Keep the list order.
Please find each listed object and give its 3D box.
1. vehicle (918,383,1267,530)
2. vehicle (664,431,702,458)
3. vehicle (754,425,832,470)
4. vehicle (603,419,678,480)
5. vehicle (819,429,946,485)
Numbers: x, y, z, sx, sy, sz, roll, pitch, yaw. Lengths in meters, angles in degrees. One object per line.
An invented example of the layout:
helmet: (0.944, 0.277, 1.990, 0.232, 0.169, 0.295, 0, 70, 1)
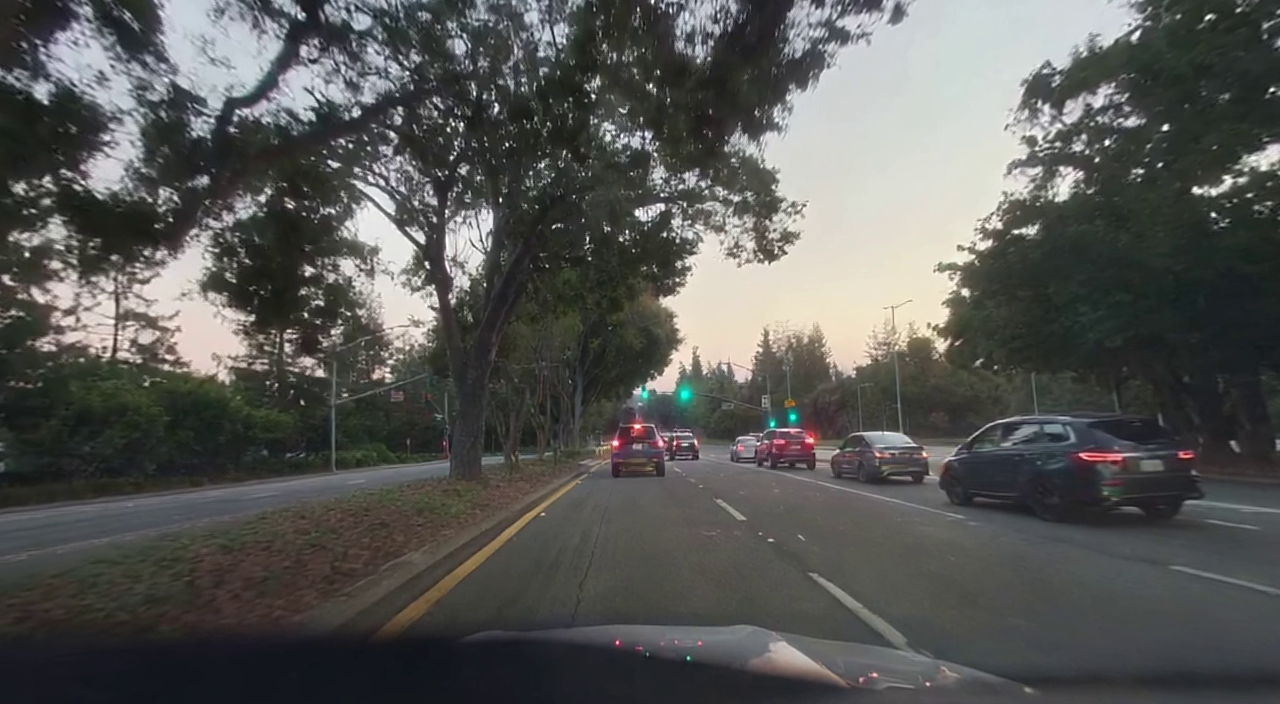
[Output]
vehicle: (7.064, 1.742, 10.835, 2.226, 1.913, 4.901, 0, -9, -1)
vehicle: (3.074, 6.781, 46.258, 2.388, 1.833, 4.506, 0, -9, -1)
vehicle: (6.987, 4.447, 29.521, 2.251, 1.873, 5.346, 0, -9, 0)
vehicle: (-0.004, 3.387, 21.975, 2.353, 1.894, 4.122, 0, -9, 0)
vehicle: (7.311, 3.233, 19.696, 2.004, 1.504, 4.836, 0, -9, -1)
